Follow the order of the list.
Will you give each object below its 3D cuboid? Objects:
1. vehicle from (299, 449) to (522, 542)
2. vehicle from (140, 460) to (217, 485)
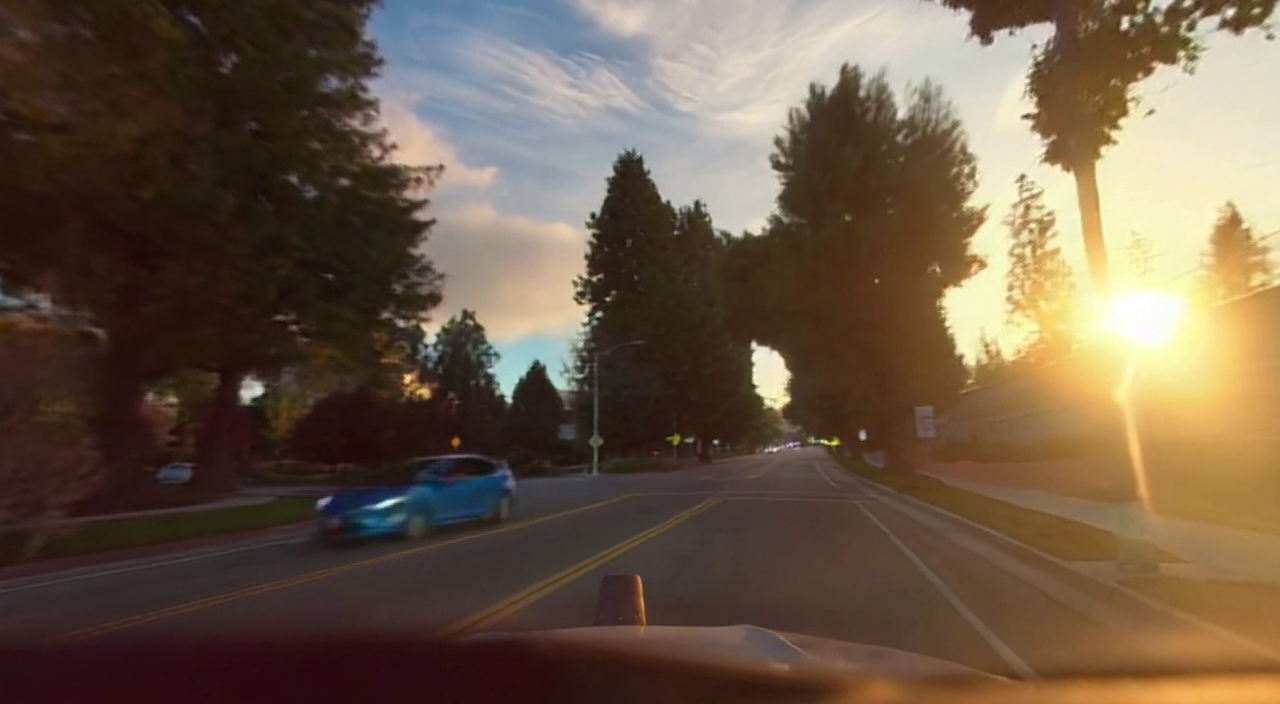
[{"bbox_3d":[-4.236,2.685,12.602,1.926,1.465,4.433,-2,-9,15],"label":"vehicle"},{"bbox_3d":[-30.746,7.990,42.067,4.252,1.506,1.860,-2,-10,19],"label":"vehicle"}]
